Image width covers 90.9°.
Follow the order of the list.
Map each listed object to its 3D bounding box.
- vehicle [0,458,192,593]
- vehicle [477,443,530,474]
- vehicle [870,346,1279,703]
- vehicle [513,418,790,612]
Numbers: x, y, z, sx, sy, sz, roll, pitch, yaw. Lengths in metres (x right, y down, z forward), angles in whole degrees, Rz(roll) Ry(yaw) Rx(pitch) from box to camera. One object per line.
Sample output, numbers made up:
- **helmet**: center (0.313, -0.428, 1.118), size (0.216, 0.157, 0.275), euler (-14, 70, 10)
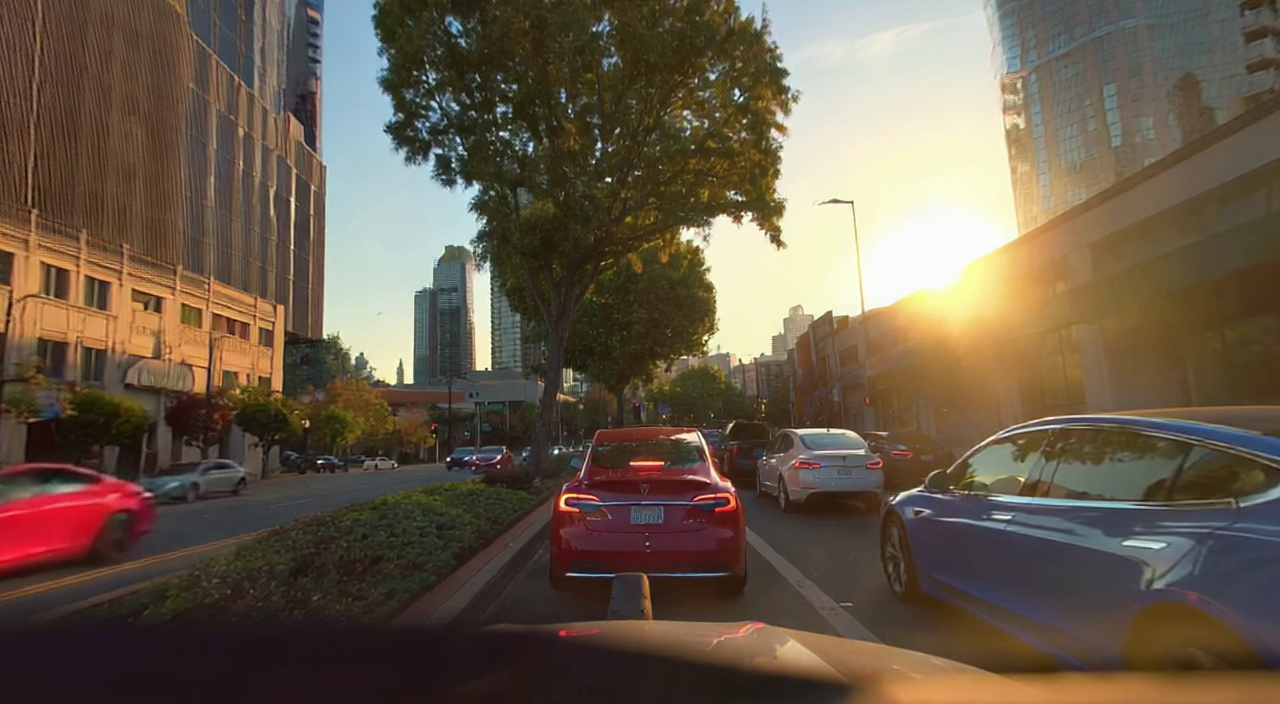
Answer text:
- **vehicle**: center (-7.951, 1.990, 7.395), size (2.089, 1.381, 4.477), euler (0, -8, 0)
- **vehicle**: center (-7.678, 6.011, 35.883), size (1.999, 1.662, 4.291), euler (0, -8, 1)
- **vehicle**: center (3.186, 1.033, 3.625), size (2.038, 1.651, 4.455), euler (0, -8, 0)
- **vehicle**: center (0.101, 1.555, 6.911), size (2.137, 1.488, 3.938), euler (0, -8, 0)
